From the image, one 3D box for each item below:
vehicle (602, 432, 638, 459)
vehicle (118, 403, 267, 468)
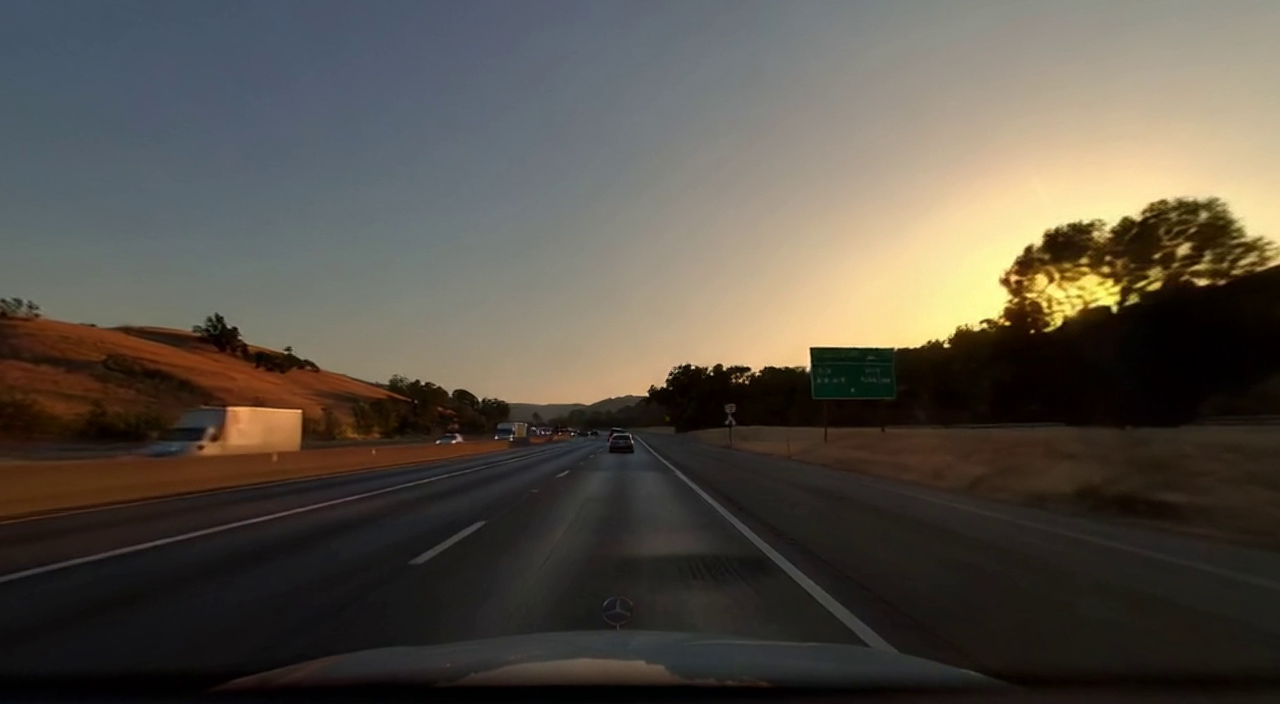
[{"bbox_3d":[-1.132,5.347,36.055,1.948,1.470,3.913,0,-8,-2],"label":"vehicle"},{"bbox_3d":[-23.708,4.482,33.920,2.648,3.105,7.345,0,-8,-1],"label":"vehicle"}]
